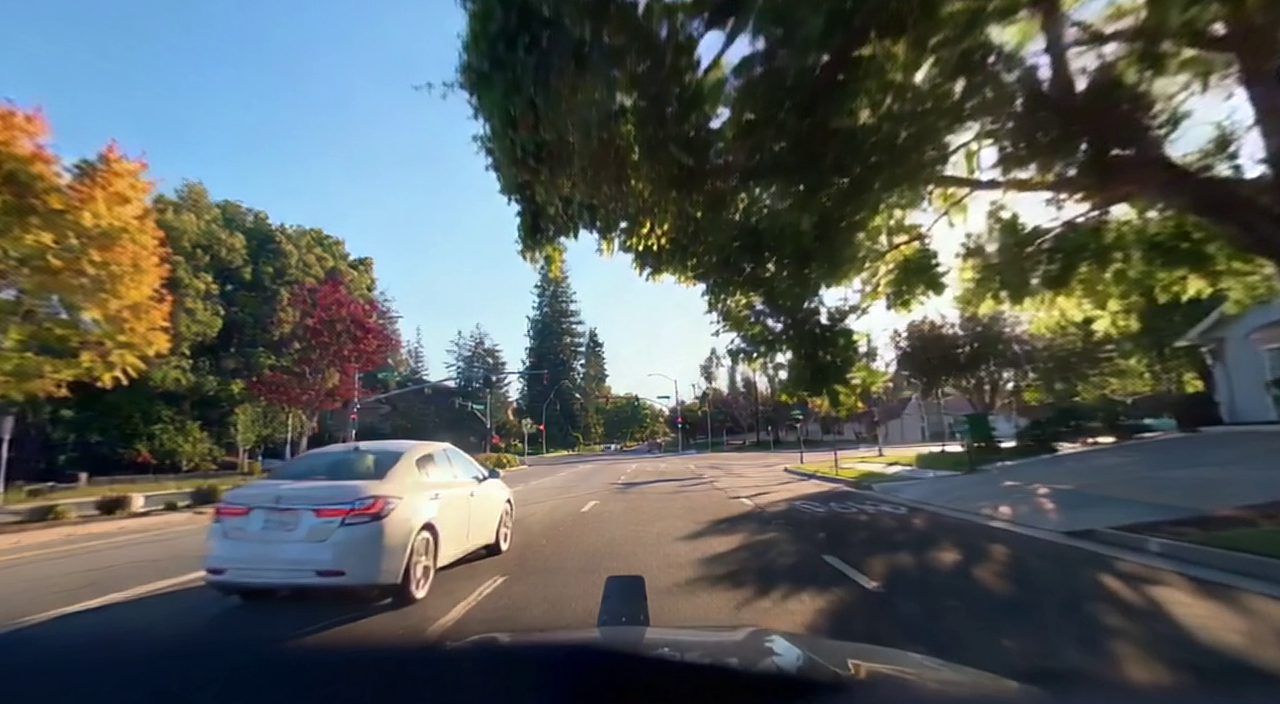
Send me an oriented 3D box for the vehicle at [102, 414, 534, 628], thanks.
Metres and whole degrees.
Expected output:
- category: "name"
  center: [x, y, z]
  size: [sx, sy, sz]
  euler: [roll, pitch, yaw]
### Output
- category: "vehicle"
  center: [-2.855, 1.622, 7.216]
  size: [2.139, 1.564, 4.901]
  euler: [-1, -8, 4]
